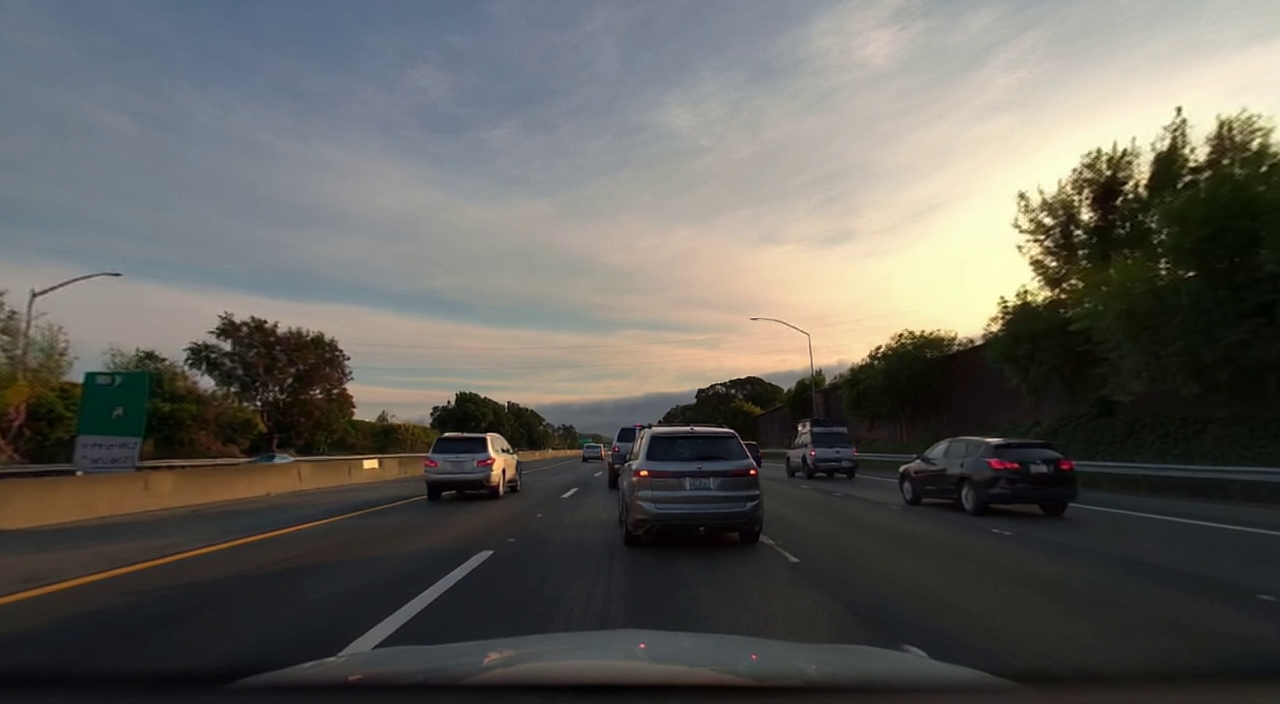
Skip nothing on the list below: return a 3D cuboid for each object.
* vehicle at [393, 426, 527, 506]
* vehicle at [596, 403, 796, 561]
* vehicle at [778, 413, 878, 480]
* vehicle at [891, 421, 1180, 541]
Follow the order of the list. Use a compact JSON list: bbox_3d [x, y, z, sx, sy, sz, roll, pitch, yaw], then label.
[{"bbox_3d":[-4.380,2.866,16.225,2.047,1.755,4.638,0,-9,0],"label":"vehicle"},{"bbox_3d":[0.498,1.756,9.095,2.230,1.740,3.976,1,-9,-4],"label":"vehicle"},{"bbox_3d":[7.726,4.017,26.671,2.390,2.503,5.788,0,-9,0],"label":"vehicle"},{"bbox_3d":[6.402,2.130,11.004,1.972,1.647,4.429,1,-9,-3],"label":"vehicle"}]
